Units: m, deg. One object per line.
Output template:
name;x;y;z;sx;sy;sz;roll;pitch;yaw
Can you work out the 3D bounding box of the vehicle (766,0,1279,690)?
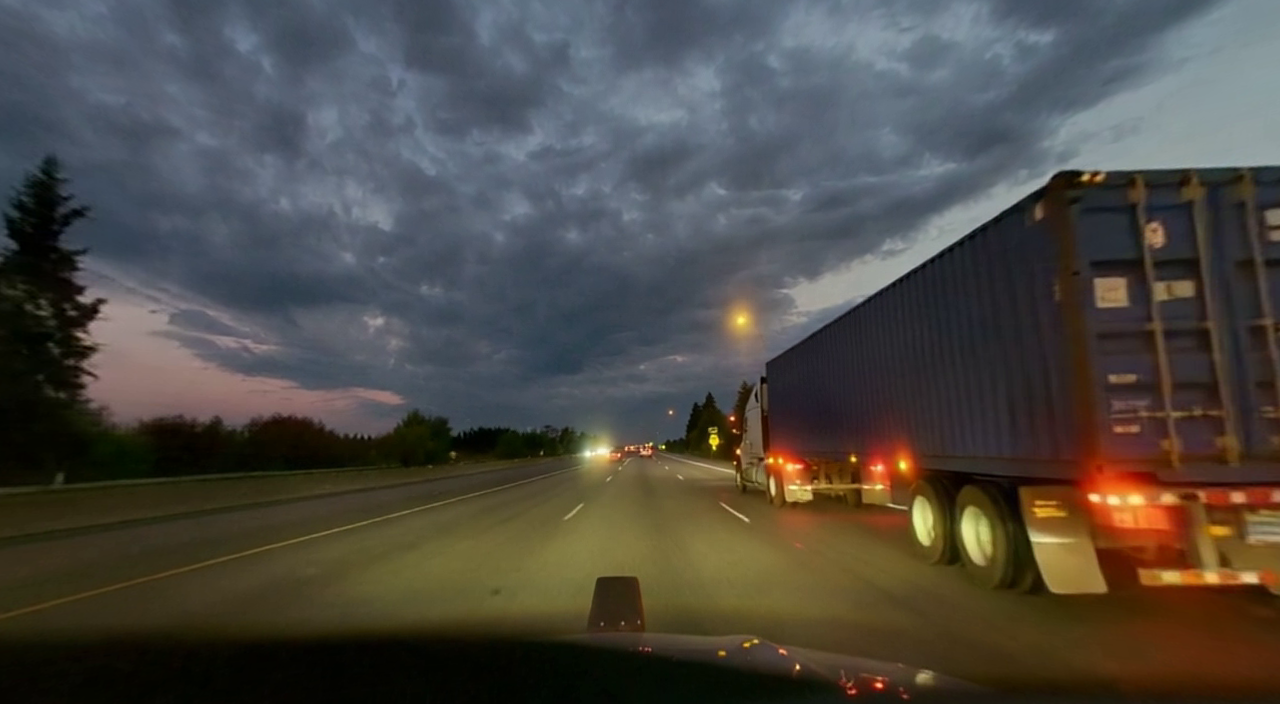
vehicle;4.716;0.720;9.526;2.821;4.046;12.876;0;-9;-1
